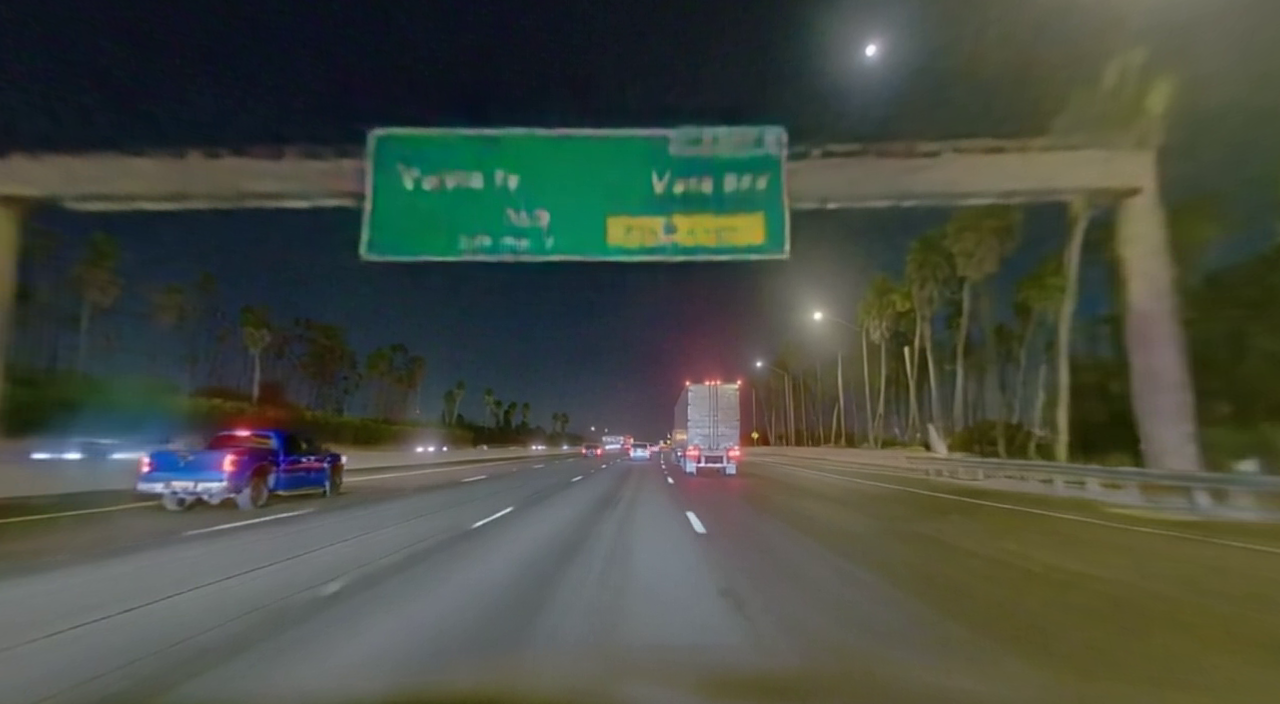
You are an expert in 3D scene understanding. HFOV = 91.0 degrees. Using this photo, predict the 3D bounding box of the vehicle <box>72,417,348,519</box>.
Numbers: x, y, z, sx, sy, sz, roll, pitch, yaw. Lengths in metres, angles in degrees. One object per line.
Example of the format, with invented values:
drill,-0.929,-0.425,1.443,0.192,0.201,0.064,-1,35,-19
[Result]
vehicle,-8.515,2.356,13.283,2.264,1.728,4.940,0,-9,1

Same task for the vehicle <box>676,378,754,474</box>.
vehicle,3.710,4.319,35.640,2.891,4.123,16.415,0,-8,2

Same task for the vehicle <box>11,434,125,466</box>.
vehicle,-32.564,5.578,36.035,1.945,1.692,4.734,0,-9,2
